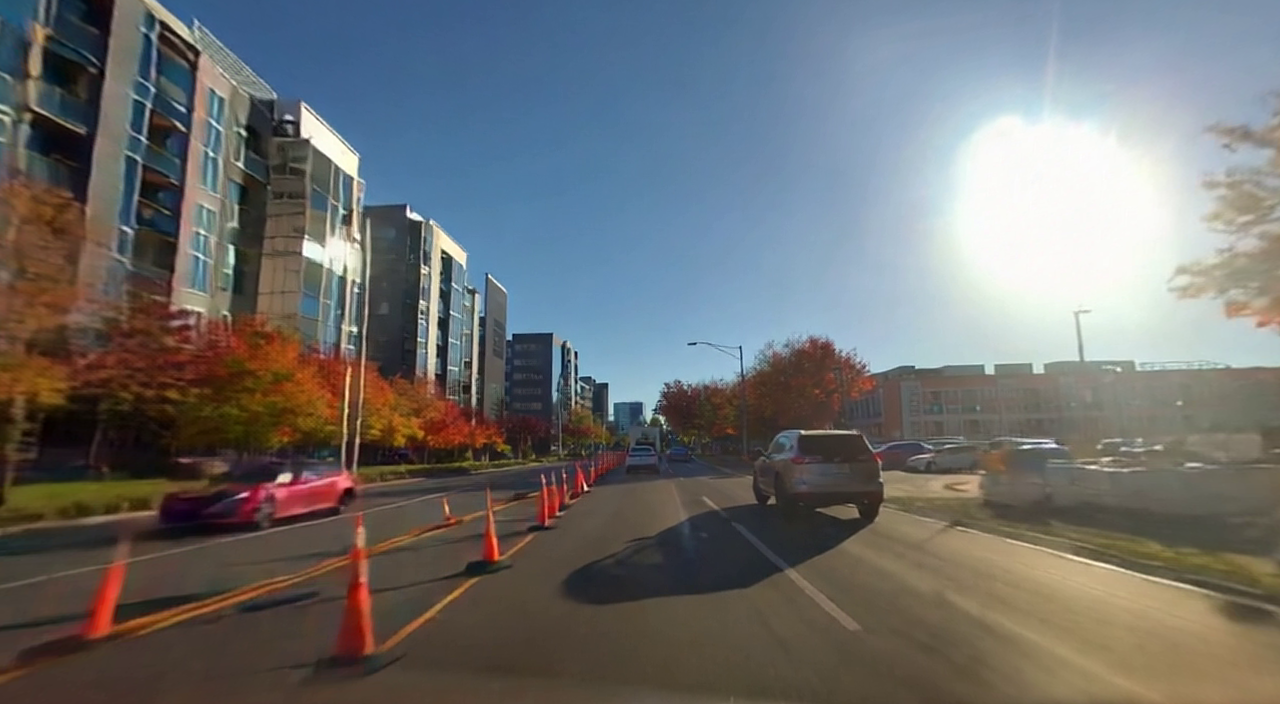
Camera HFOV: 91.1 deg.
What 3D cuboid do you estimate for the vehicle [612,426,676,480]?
[{"bbox_3d":[0.253,4.889,30.593,2.762,2.309,6.723,0,-8,1],"label":"vehicle"}]

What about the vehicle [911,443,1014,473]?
[{"bbox_3d":[16.960,5.567,33.047,4.568,1.478,1.900,2,-9,-13],"label":"vehicle"}]

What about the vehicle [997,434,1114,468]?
[{"bbox_3d":[22.047,5.266,33.458,4.629,1.756,2.124,0,-8,0],"label":"vehicle"}]

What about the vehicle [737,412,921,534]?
[{"bbox_3d":[3.291,2.245,12.354,2.120,1.828,5.531,0,-8,3],"label":"vehicle"}]

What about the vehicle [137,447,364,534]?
[{"bbox_3d":[-7.843,2.774,13.244,1.891,1.496,4.144,-1,-8,4],"label":"vehicle"}]
